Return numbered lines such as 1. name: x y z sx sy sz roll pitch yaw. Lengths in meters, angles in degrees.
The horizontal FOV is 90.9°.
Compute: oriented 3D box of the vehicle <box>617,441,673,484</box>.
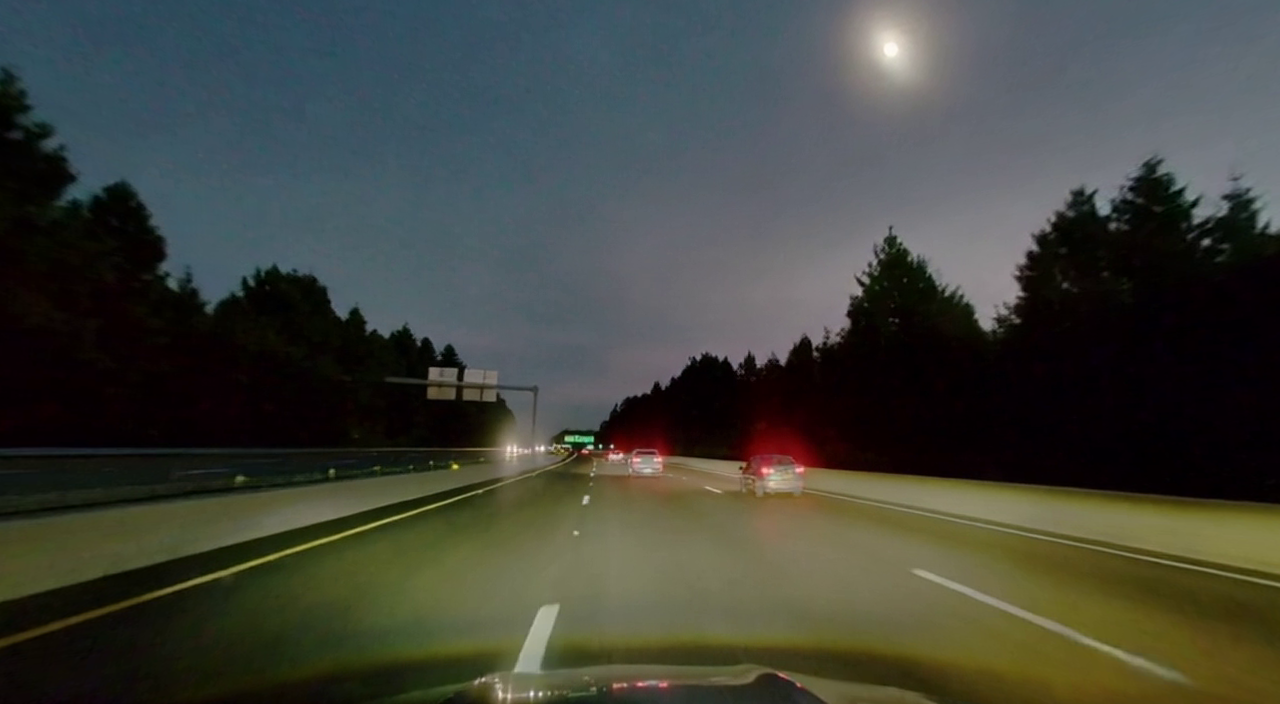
1. vehicle: 0.113 4.421 25.471 2.011 1.590 3.607 1 -9 -4
